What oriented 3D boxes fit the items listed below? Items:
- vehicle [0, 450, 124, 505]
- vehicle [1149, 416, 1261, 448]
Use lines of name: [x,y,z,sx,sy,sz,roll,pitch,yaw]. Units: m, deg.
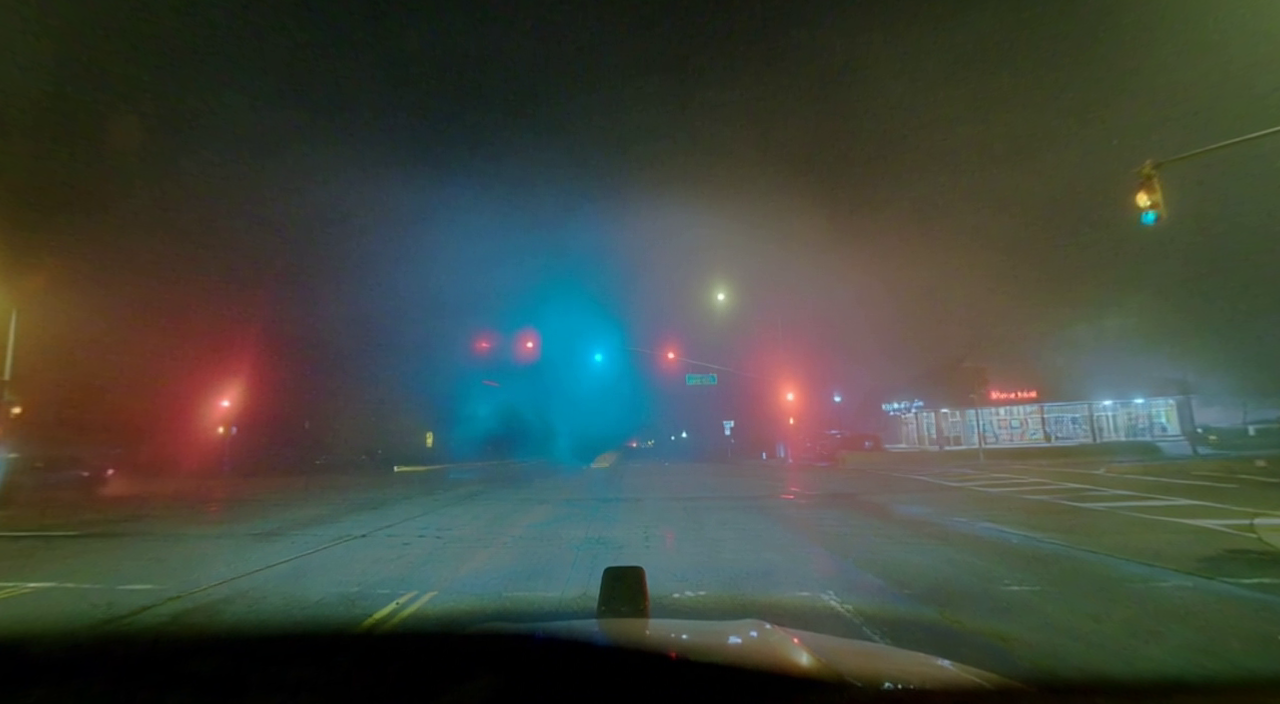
vehicle: [-18.776,3.769,19.262,1.919,1.513,4.604,-1,-8,3]
vehicle: [28.264,4.069,31.729,1.799,1.459,4.266,-1,-8,3]
